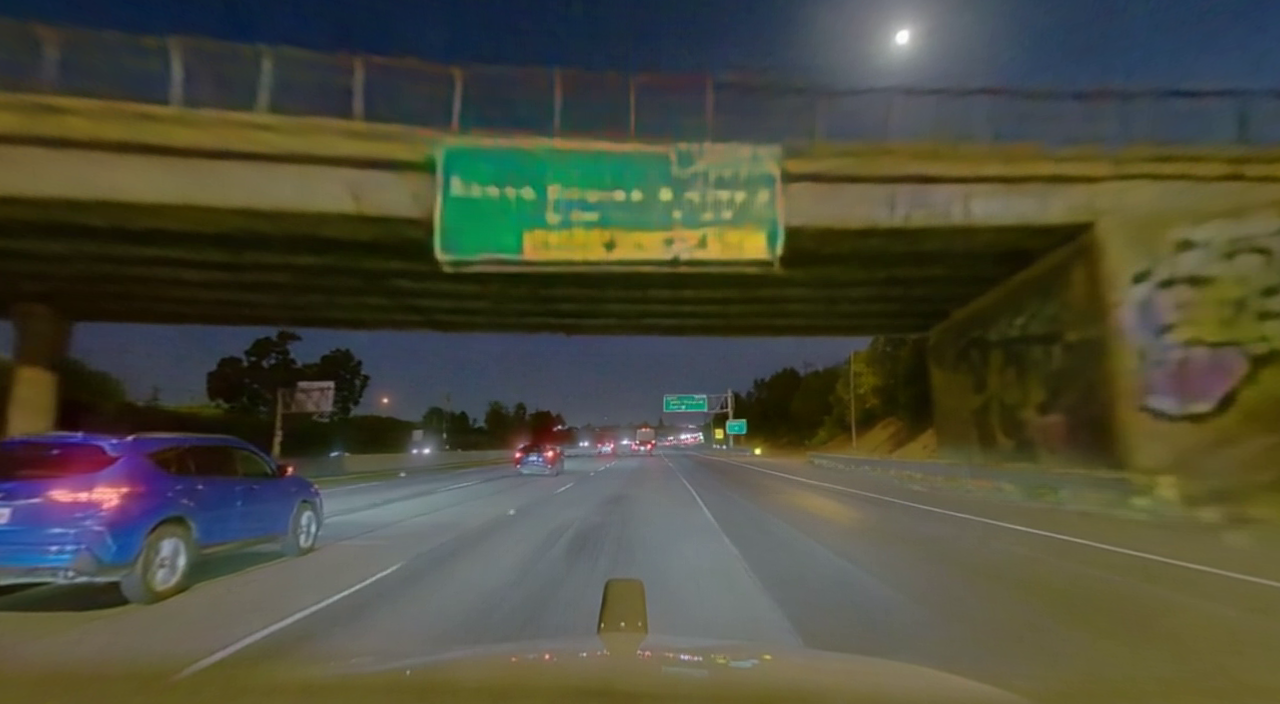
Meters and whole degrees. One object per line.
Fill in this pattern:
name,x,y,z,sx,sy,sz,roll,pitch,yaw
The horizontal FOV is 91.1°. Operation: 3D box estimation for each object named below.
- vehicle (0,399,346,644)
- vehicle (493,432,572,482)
vehicle,-4.886,1.427,6.260,1.969,1.633,3.962,0,-8,0
vehicle,-3.962,3.959,23.948,2.154,1.693,4.394,0,-8,1
